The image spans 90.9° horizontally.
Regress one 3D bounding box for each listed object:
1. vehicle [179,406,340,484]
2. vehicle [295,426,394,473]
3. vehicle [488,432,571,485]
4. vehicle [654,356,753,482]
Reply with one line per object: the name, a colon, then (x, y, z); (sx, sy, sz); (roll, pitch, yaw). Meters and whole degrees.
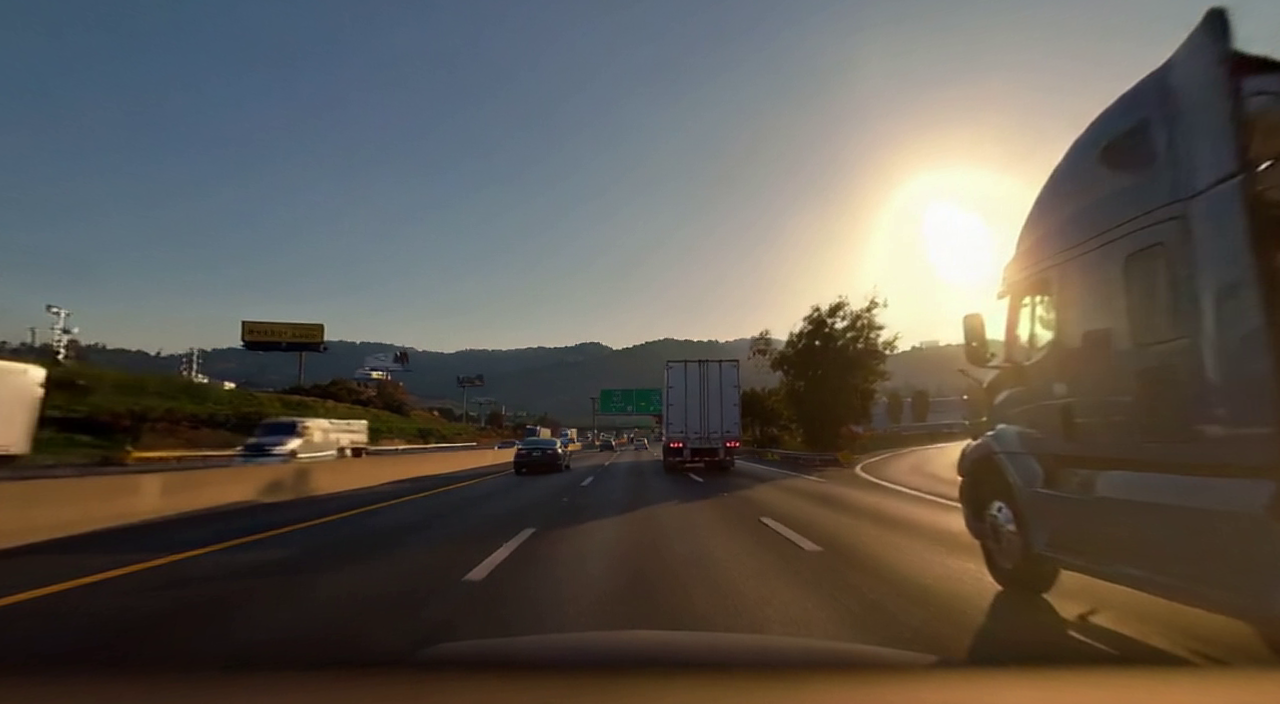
vehicle: (-15.979, 3.975, 27.198); (2.606, 2.906, 6.895); (0, -8, 0)
vehicle: (-15.925, 5.276, 34.442); (2.437, 2.311, 6.057); (0, -8, 0)
vehicle: (-3.368, 3.299, 19.956); (1.930, 1.484, 3.849); (0, -8, 0)
vehicle: (2.028, 2.775, 24.795); (2.871, 3.815, 11.331); (0, -8, 1)
